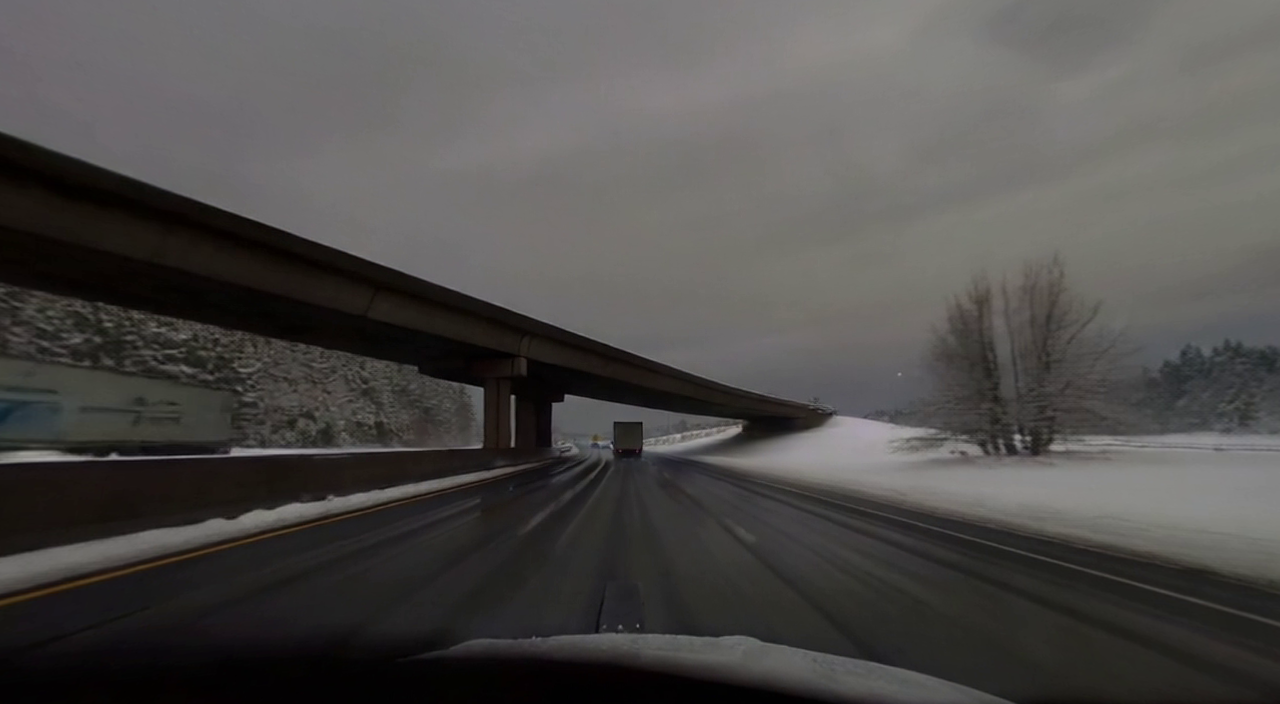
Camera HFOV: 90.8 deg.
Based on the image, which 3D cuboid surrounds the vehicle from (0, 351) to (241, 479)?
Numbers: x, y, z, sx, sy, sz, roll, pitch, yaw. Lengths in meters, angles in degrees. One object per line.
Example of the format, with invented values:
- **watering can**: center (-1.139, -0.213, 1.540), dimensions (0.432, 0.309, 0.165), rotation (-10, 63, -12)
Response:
- **vehicle**: center (-21.380, 2.792, 24.641), dimensions (2.881, 3.917, 14.152), rotation (0, -9, -3)
